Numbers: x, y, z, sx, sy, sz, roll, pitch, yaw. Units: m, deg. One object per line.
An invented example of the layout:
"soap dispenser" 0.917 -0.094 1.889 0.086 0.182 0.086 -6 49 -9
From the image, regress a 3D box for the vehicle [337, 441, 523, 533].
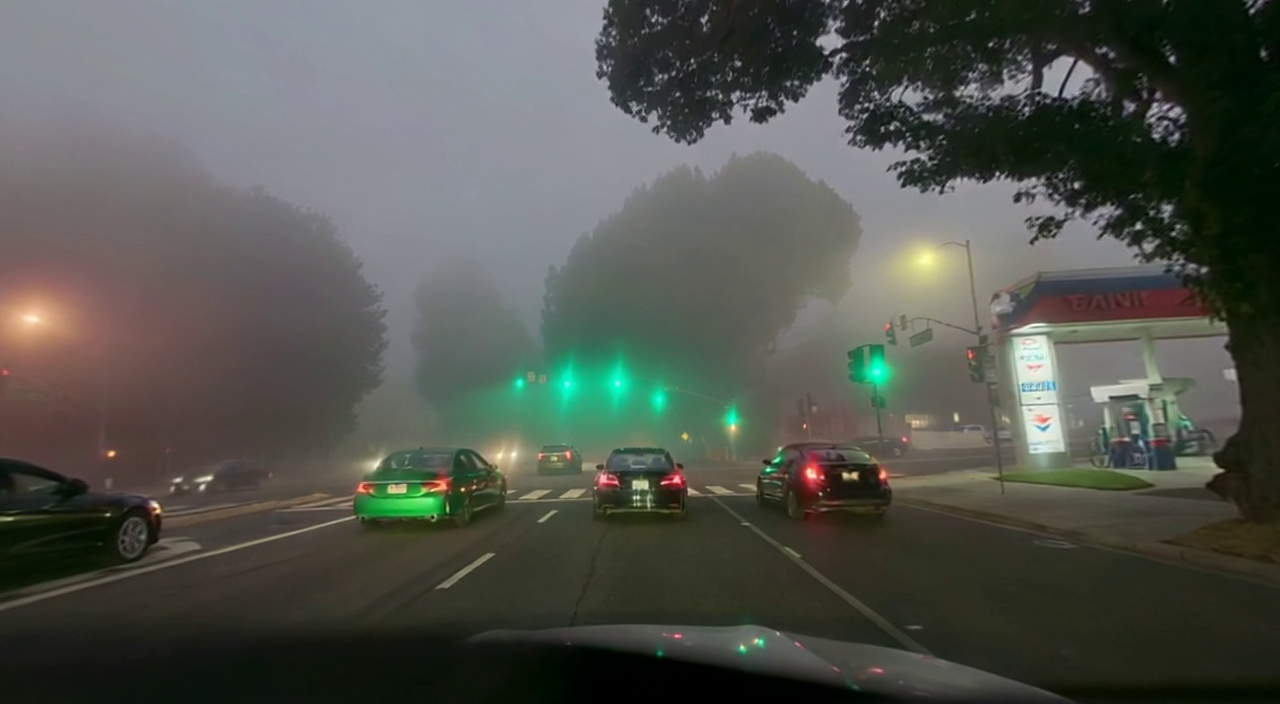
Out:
"vehicle" -3.744 2.470 12.264 1.995 1.436 4.500 0 -8 1

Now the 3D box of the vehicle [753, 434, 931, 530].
"vehicle" 3.618 2.397 12.305 1.920 1.479 4.548 0 -8 -1

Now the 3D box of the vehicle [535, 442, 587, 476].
"vehicle" -3.753 5.177 30.728 1.896 1.501 4.390 0 -8 1

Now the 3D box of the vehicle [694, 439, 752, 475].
"vehicle" 3.740 4.808 29.127 1.942 1.482 4.623 0 -8 -1

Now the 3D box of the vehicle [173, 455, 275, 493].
"vehicle" -21.826 6.393 33.347 2.152 1.764 4.641 0 -8 0

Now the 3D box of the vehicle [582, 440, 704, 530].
"vehicle" 0.012 2.462 12.299 1.994 1.433 3.894 0 -8 -1
